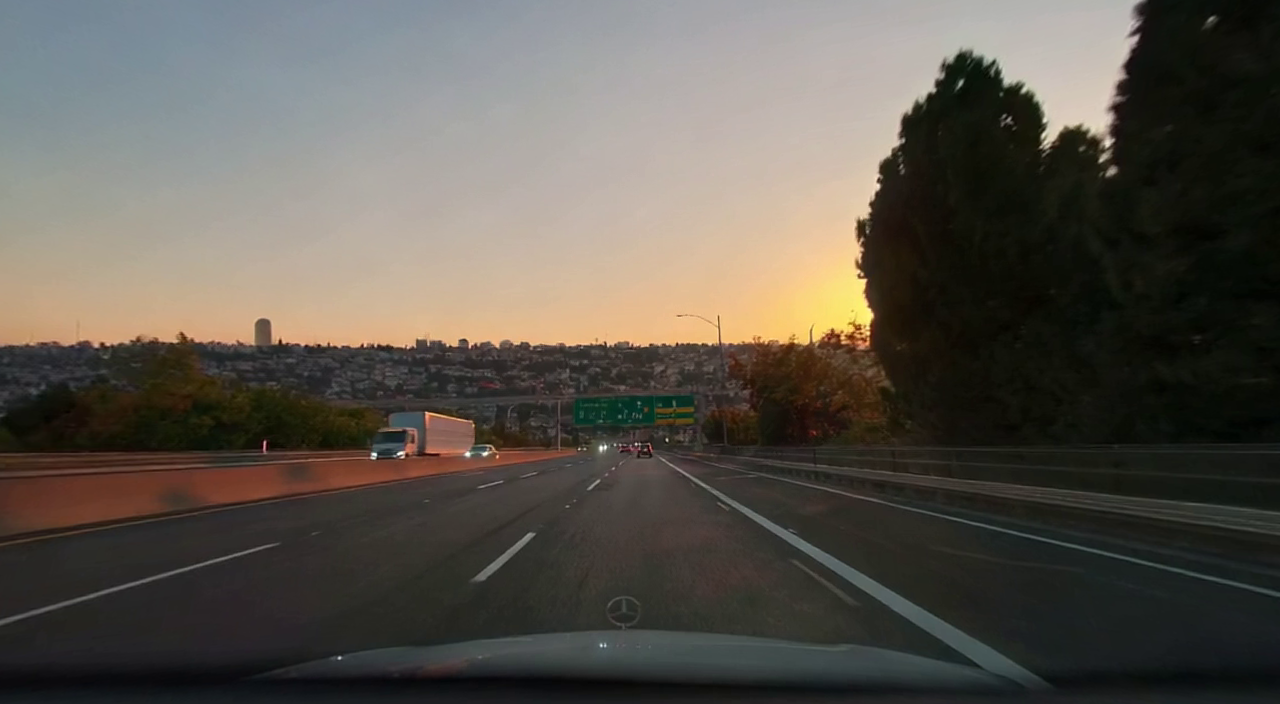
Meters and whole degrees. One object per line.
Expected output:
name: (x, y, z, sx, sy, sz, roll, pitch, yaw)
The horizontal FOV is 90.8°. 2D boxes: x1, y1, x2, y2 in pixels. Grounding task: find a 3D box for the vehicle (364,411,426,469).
vehicle: (-18.482, 6.678, 47.757, 3.251, 4.162, 3.126, 0, -9, 1)
